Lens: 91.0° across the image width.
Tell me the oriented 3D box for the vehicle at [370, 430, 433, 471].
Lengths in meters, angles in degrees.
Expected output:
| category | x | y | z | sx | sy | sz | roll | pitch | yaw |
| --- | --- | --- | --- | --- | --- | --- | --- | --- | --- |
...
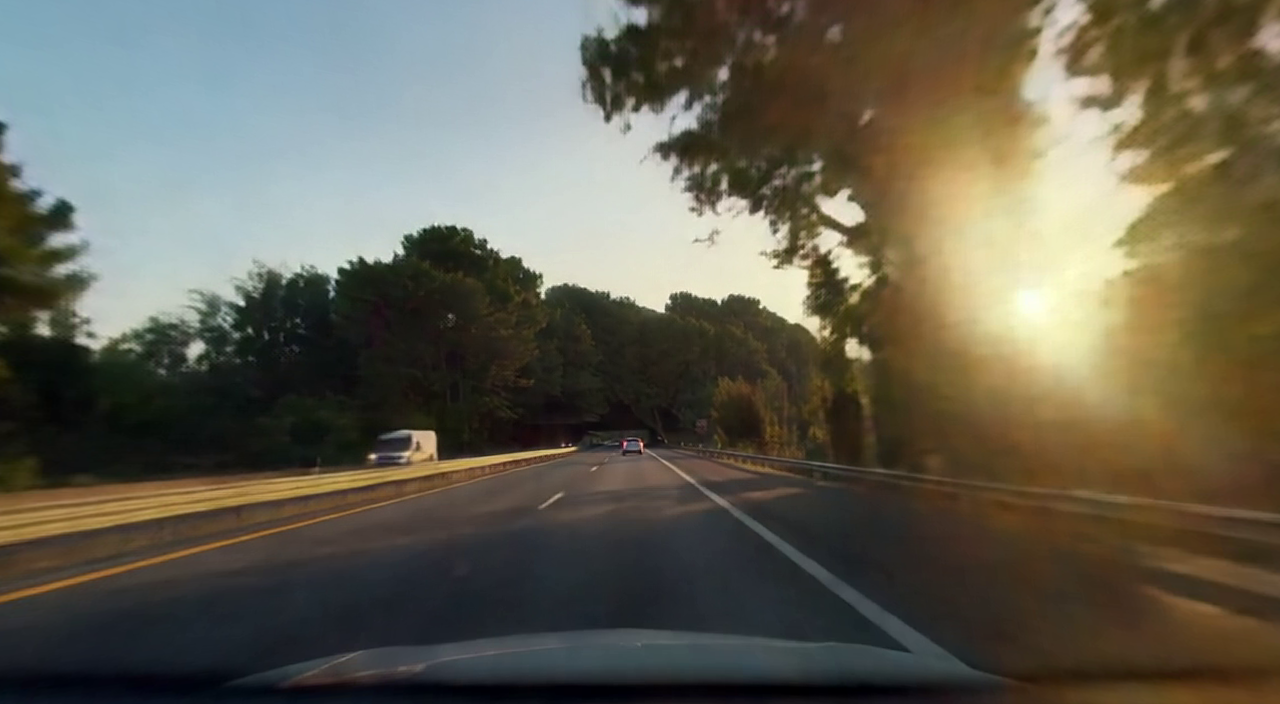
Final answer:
| category | x | y | z | sx | sy | sz | roll | pitch | yaw |
| --- | --- | --- | --- | --- | --- | --- | --- | --- | --- |
| vehicle | -17.047 | 7.055 | 45.351 | 2.274 | 2.678 | 5.688 | 0 | -8 | -1 |
